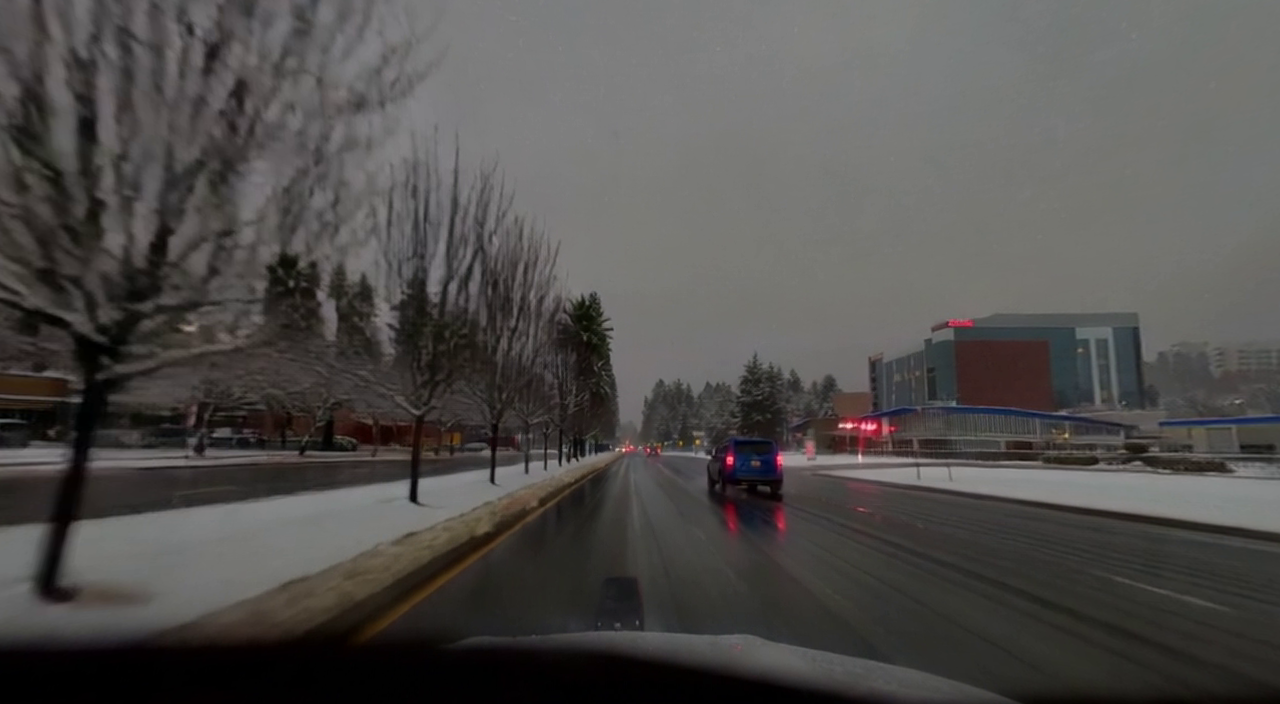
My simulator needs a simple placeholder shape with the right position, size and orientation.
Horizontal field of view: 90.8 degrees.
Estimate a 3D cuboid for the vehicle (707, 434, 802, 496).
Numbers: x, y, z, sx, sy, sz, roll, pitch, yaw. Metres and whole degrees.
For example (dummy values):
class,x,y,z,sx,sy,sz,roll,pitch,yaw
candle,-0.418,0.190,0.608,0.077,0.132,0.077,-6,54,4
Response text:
class,x,y,z,sx,sy,sz,roll,pitch,yaw
vehicle,3.417,3.462,19.755,2.072,1.696,4.177,1,-9,-2
